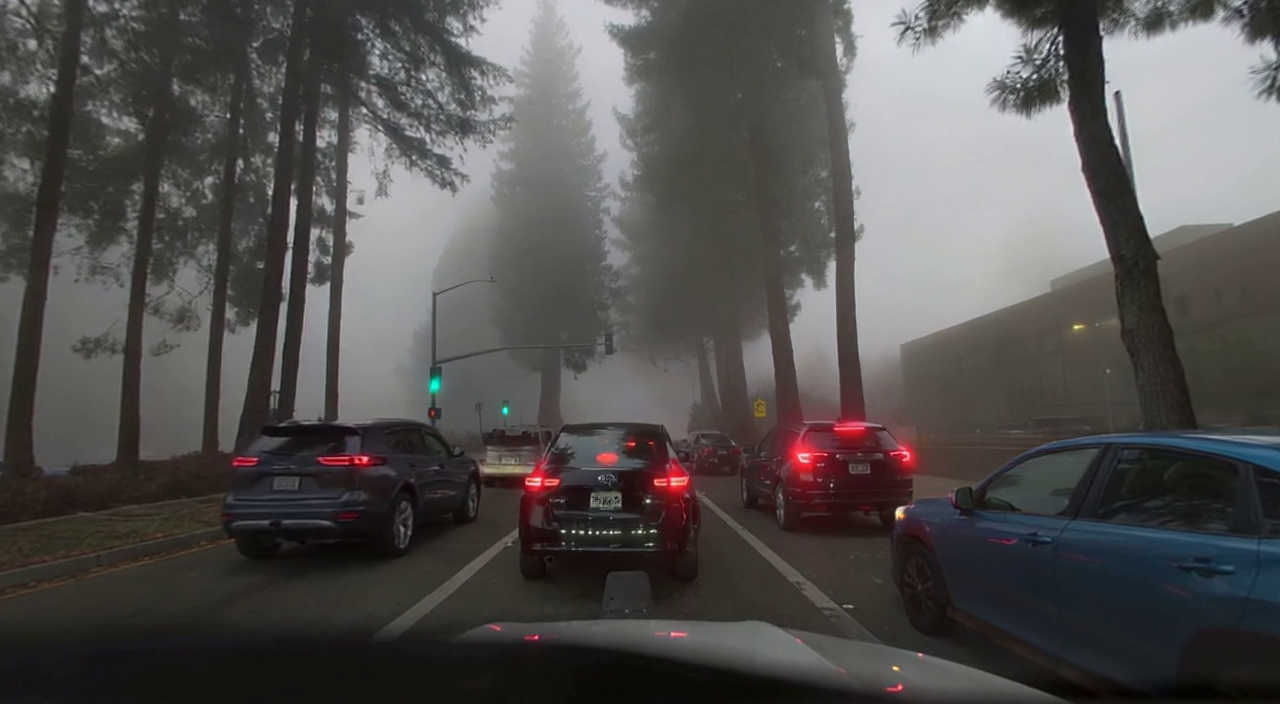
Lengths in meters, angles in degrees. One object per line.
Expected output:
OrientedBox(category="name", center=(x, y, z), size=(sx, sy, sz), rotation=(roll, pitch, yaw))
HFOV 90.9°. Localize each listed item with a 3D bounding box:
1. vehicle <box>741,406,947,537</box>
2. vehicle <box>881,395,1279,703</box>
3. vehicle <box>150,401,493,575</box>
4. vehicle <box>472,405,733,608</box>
OrientedBox(category="vehicle", center=(3.341, 2.083, 11.539), size=(2.117, 1.879, 4.715), rotation=(0, -8, -1))
OrientedBox(category="vehicle", center=(3.241, 1.070, 3.415), size=(2.045, 1.459, 4.462), rotation=(0, -8, -1))
OrientedBox(category="vehicle", center=(-3.751, 1.710, 8.743), size=(2.141, 1.718, 4.809), rotation=(0, -8, 1))
OrientedBox(category="vehicle", center=(-0.352, 1.585, 7.423), size=(2.114, 1.631, 4.459), rotation=(0, -8, -1))
